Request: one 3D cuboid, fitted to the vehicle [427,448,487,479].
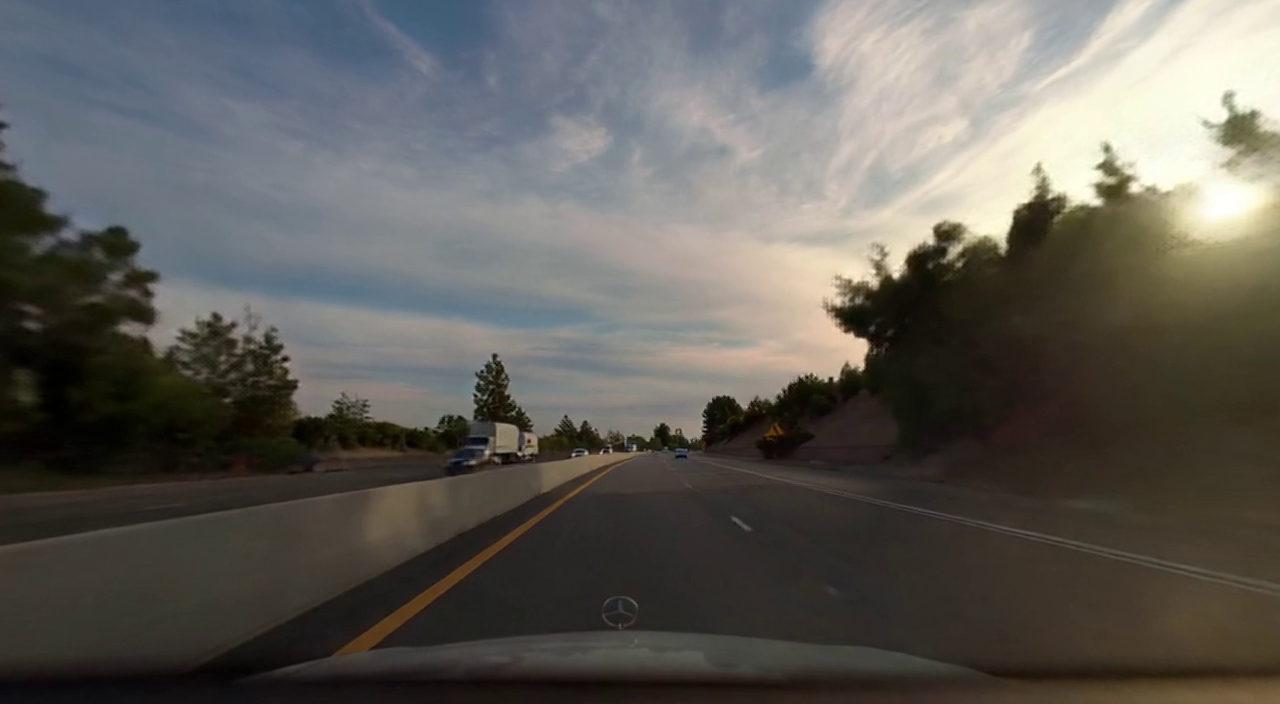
[{"bbox_3d":[-9.481,5.782,32.814,1.851,1.472,3.982,-1,-9,1],"label":"vehicle"}]
